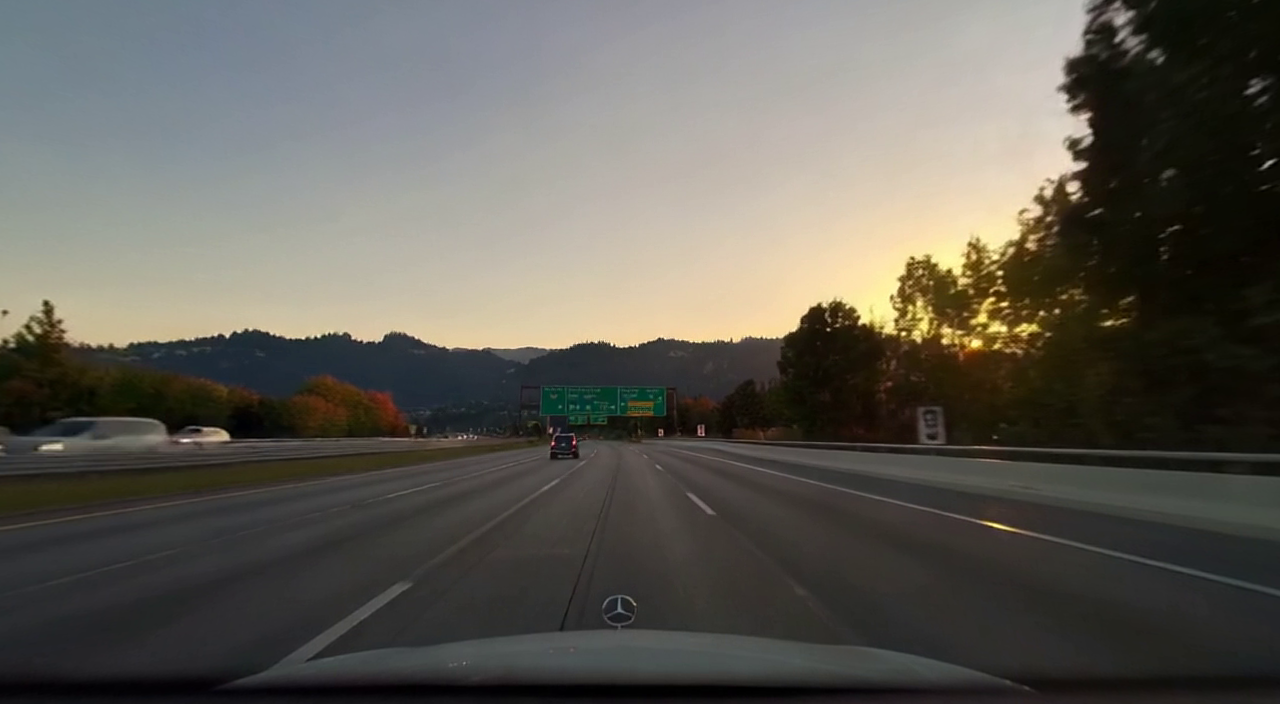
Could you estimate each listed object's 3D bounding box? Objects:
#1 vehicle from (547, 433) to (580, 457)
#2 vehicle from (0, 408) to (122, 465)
[{"bbox_3d":[-5.253,6.431,43.429,1.878,1.548,3.966,0,-8,-1],"label":"vehicle"},{"bbox_3d":[-19.972,2.817,20.798,1.916,1.687,4.367,0,-8,-1],"label":"vehicle"}]
